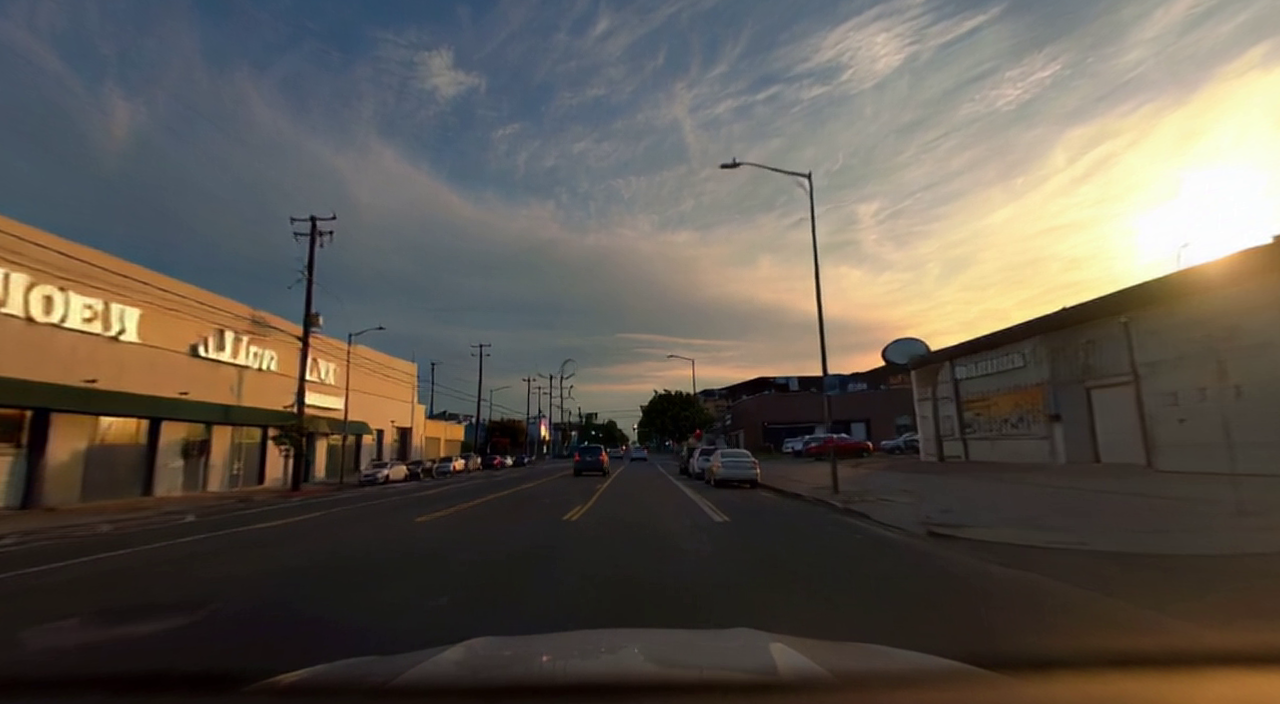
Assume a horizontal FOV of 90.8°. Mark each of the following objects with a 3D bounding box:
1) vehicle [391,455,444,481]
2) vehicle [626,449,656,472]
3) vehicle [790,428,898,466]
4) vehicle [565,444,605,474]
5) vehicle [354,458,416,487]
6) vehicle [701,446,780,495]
[{"bbox_3d":[-15.697,8.165,44.854,2.076,1.518,4.981,-3,-8,-1],"label":"vehicle"},{"bbox_3d":[0.058,7.795,45.657,2.099,1.470,4.270,0,-8,-1],"label":"vehicle"},{"bbox_3d":[12.389,5.753,38.598,5.603,1.659,2.393,-5,-7,-4],"label":"vehicle"},{"bbox_3d":[-3.613,7.155,42.671,2.348,1.831,4.737,0,-8,-1],"label":"vehicle"},{"bbox_3d":[-15.663,7.382,39.047,1.883,1.493,4.880,-3,-8,-1],"label":"vehicle"},{"bbox_3d":[3.602,4.317,23.536,2.042,1.487,5.033,3,-8,0],"label":"vehicle"}]
